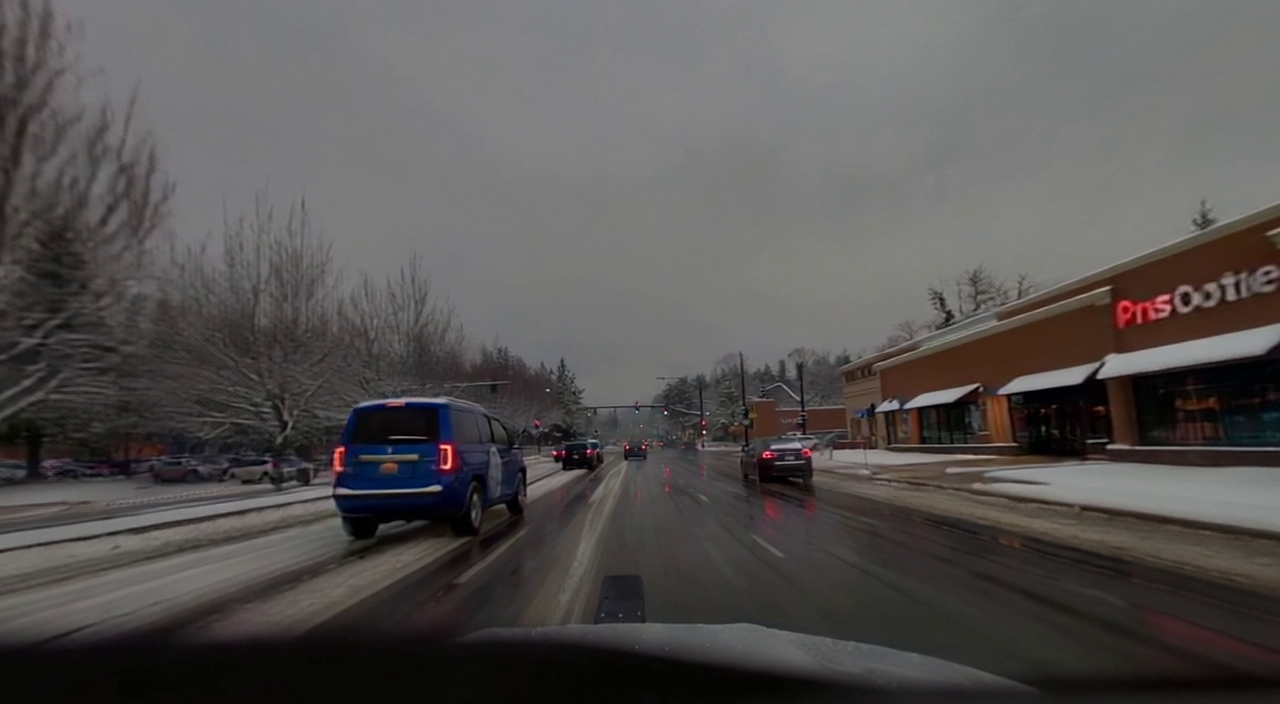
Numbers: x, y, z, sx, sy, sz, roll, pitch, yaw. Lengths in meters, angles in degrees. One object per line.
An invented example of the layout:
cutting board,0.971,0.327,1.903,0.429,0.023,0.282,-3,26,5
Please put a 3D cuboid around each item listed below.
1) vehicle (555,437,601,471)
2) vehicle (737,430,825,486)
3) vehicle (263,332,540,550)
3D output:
vehicle,-3.364,5.650,35.159,2.030,1.724,4.365,0,-9,1
vehicle,4.486,3.451,20.773,1.869,1.646,4.166,0,-9,-1
vehicle,-3.498,1.555,11.049,2.443,2.784,5.862,0,-9,1
